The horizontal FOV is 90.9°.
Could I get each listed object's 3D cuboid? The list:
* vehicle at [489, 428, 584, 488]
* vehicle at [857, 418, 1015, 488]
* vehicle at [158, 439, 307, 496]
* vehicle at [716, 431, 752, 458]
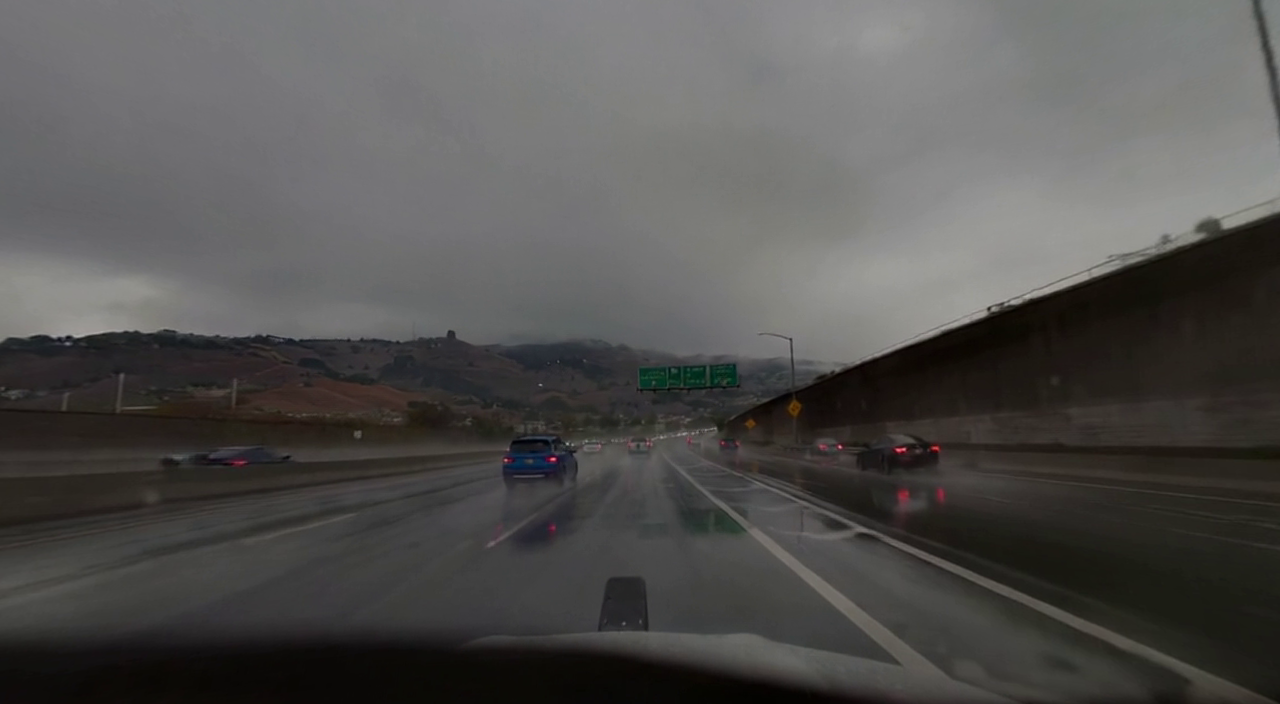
[{"bbox_3d":[-3.297,3.514,21.249,2.210,1.730,5.133,-1,-8,1],"label":"vehicle"},{"bbox_3d":[7.912,2.751,17.485,2.122,1.646,4.491,-1,-8,-1],"label":"vehicle"},{"bbox_3d":[-13.987,3.952,22.081,2.049,1.707,4.743,-1,-8,0],"label":"vehicle"},{"bbox_3d":[6.860,6.828,46.629,2.172,1.824,5.031,-1,-8,3],"label":"vehicle"}]
